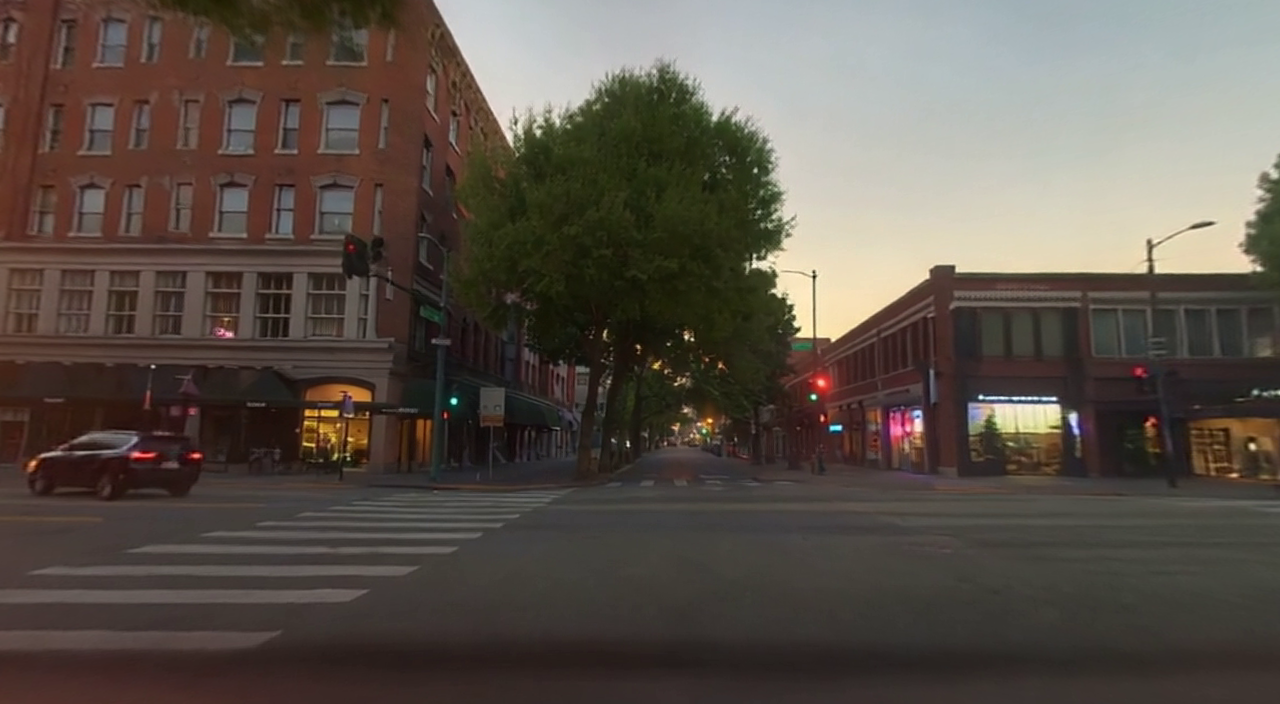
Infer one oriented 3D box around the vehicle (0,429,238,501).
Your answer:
[{"bbox_3d":[-12.142,2.588,14.663,4.459,1.482,2.106,-2,-9,12],"label":"vehicle"}]
